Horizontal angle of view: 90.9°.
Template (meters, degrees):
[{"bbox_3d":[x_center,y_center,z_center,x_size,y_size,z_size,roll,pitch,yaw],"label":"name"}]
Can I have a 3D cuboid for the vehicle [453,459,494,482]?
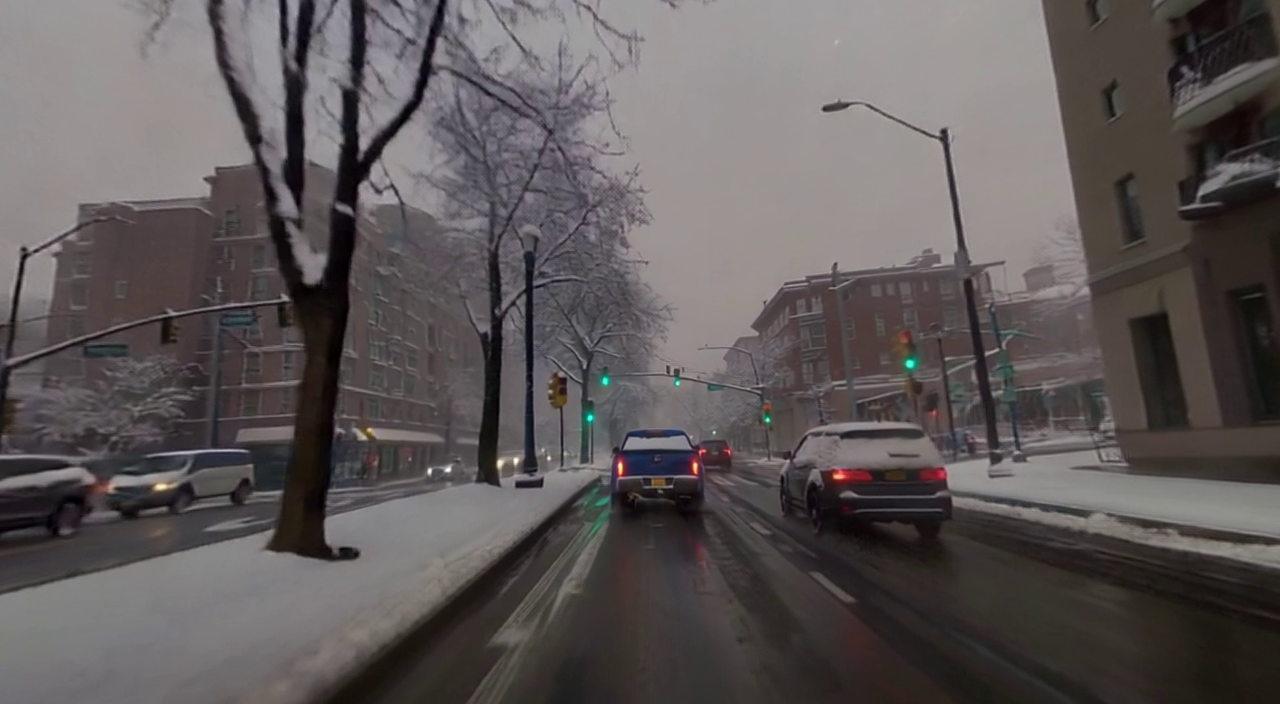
[{"bbox_3d":[-13.152,9.319,49.957,2.035,1.619,4.327,0,-9,0],"label":"vehicle"}]

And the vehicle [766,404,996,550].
[{"bbox_3d":[3.325,1.819,9.732,1.939,1.746,4.091,0,-8,0],"label":"vehicle"}]

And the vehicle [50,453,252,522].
[{"bbox_3d":[-17.504,4.814,23.243,2.267,2.097,6.350,-1,-8,1],"label":"vehicle"}]

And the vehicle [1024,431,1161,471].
[{"bbox_3d":[19.078,4.185,26.761,4.248,1.642,1.961,0,-8,0],"label":"vehicle"}]

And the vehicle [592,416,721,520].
[{"bbox_3d":[0.306,2.291,12.915,2.209,1.748,4.130,0,-9,1],"label":"vehicle"}]
